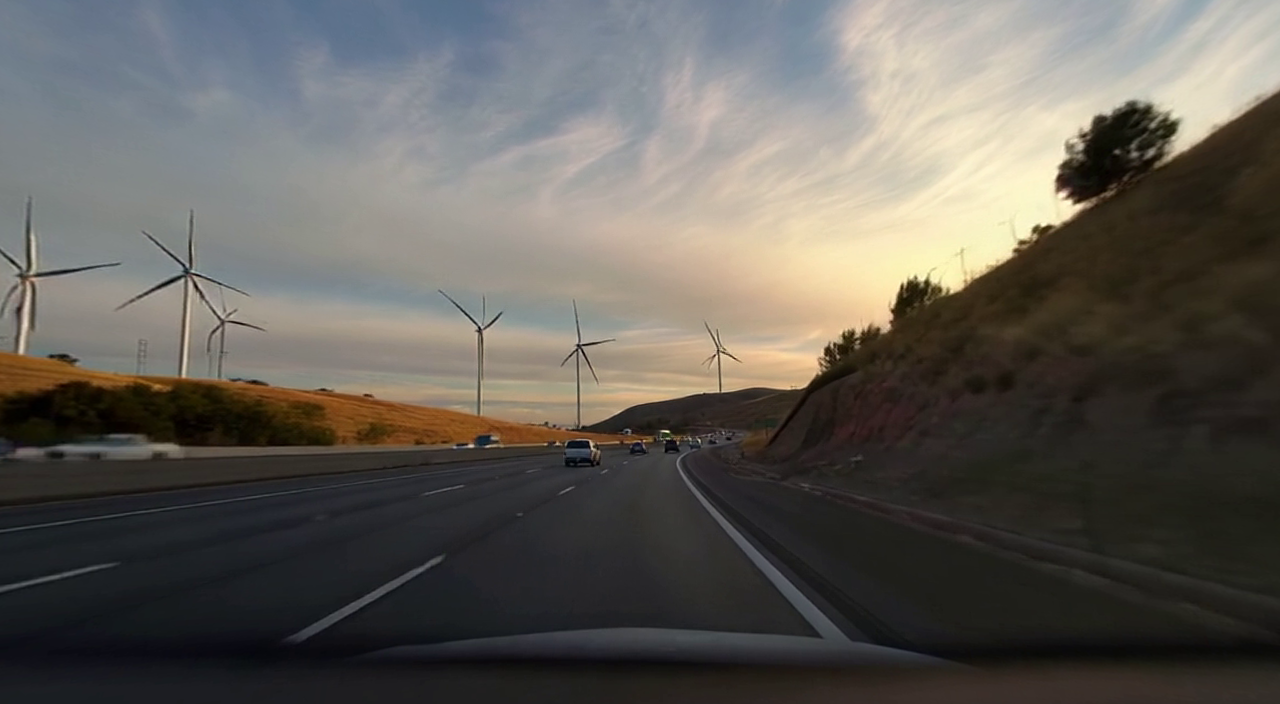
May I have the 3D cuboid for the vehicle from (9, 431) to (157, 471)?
[{"bbox_3d":[-24.598,4.407,28.134,1.993,1.592,4.908,0,-9,2],"label":"vehicle"}]

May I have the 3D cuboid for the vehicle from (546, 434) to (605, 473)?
[{"bbox_3d":[-2.948,4.830,29.998,2.118,1.702,4.355,0,-9,3],"label":"vehicle"}]
